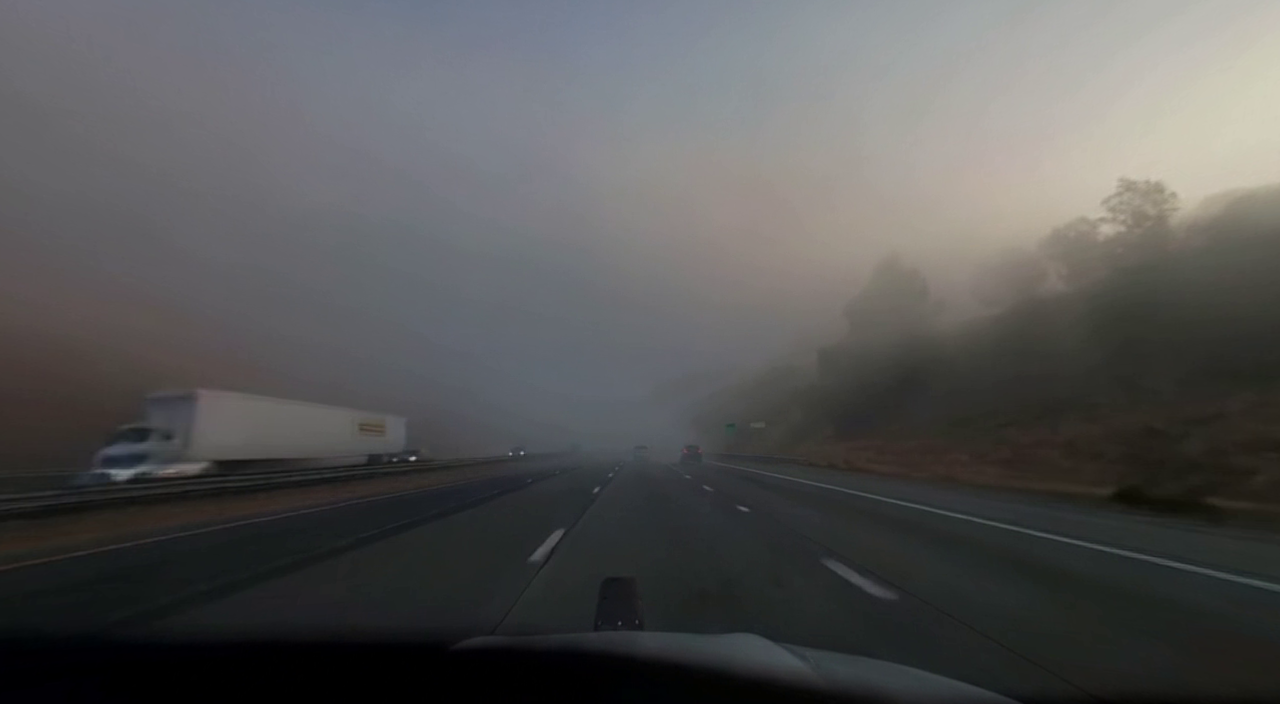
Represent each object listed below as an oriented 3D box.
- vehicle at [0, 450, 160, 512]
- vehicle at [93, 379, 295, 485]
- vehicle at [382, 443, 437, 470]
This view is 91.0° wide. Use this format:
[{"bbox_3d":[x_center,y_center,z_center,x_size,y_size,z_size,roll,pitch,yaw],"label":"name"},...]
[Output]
[{"bbox_3d":[-16.306,3.508,17.706,1.888,1.462,4.599,0,-8,1],"label":"vehicle"},{"bbox_3d":[-20.588,3.898,30.104,3.028,4.329,8.712,0,-8,1],"label":"vehicle"},{"bbox_3d":[-15.968,7.250,43.912,2.030,1.710,4.502,0,-8,2],"label":"vehicle"}]
